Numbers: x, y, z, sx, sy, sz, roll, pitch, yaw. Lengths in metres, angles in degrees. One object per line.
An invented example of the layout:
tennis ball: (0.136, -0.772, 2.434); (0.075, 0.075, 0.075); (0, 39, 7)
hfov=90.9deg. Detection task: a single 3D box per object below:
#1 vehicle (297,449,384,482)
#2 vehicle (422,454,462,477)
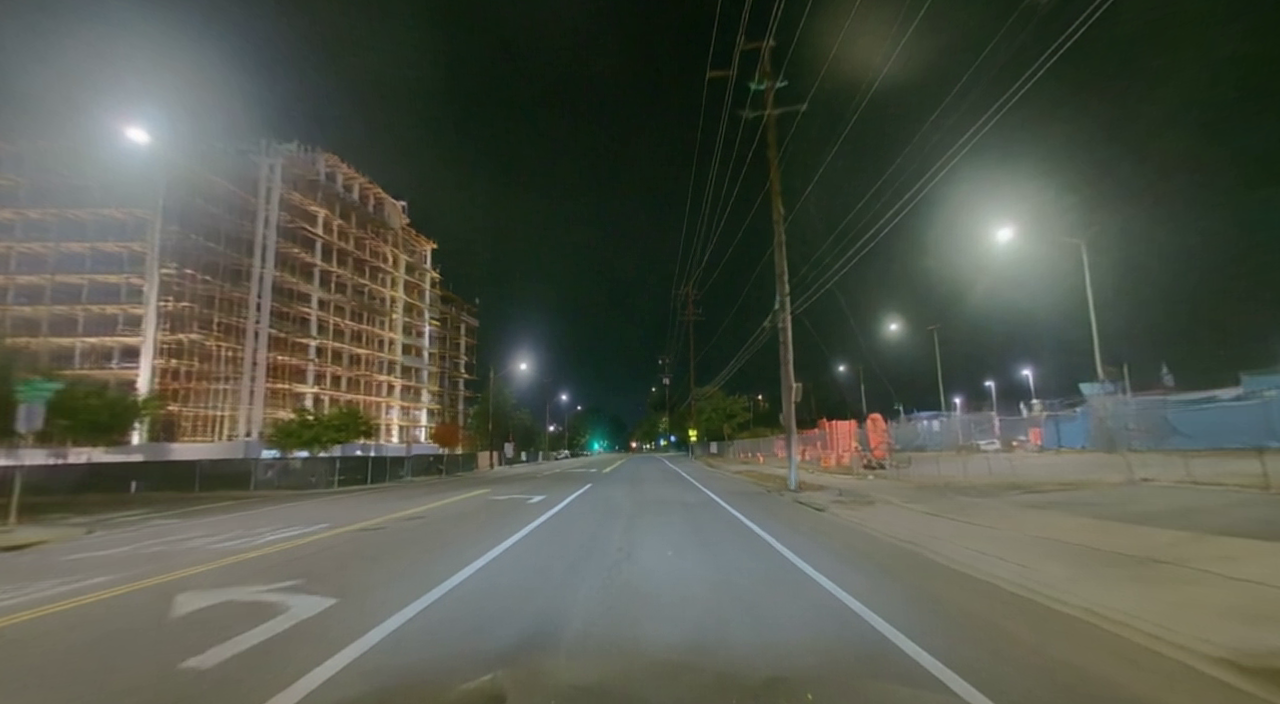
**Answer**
vehicle: (-20.091, 7.634, 42.426); (4.712, 1.927, 2.237); (-3, -10, 0)
vehicle: (-15.423, 8.744, 48.931); (2.002, 1.683, 4.664); (5, -11, -28)
